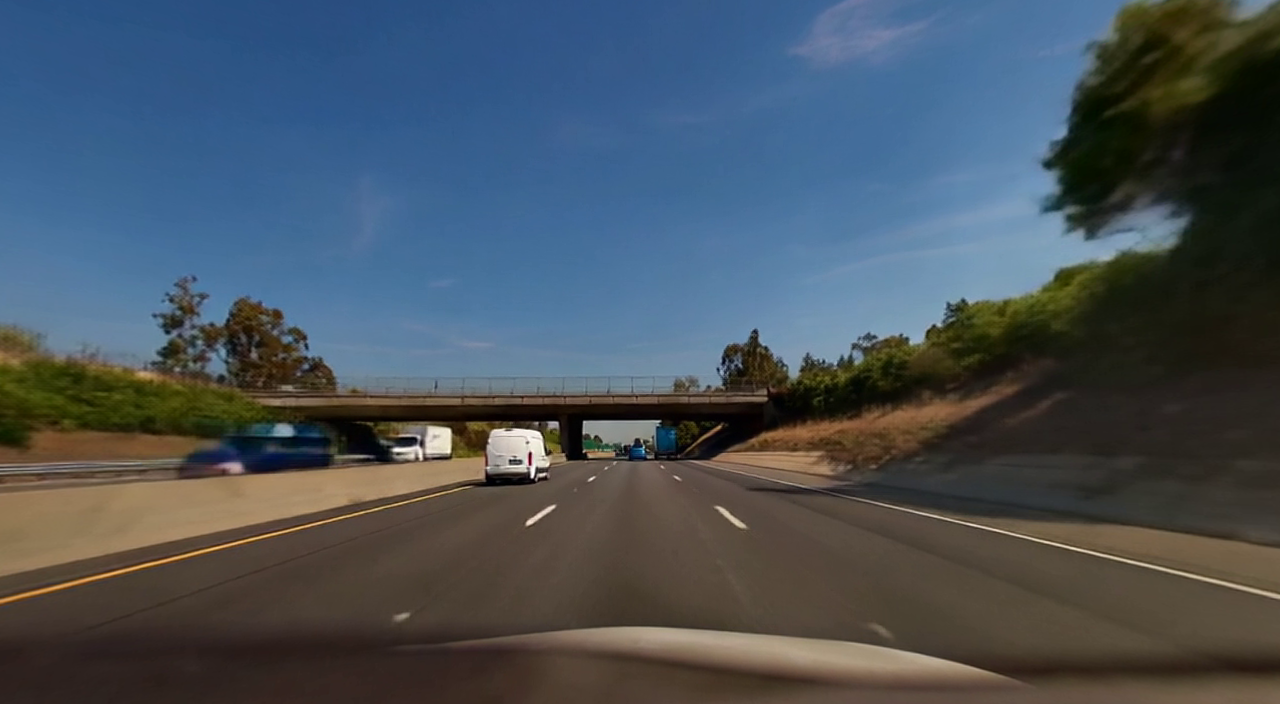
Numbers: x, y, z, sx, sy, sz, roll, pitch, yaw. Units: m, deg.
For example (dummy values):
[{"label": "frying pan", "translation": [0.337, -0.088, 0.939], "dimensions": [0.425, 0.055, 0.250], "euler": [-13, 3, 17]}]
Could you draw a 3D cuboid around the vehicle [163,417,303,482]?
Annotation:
[{"label": "vehicle", "translation": [-16.384, 4.002, 25.822], "dimensions": [2.254, 2.358, 5.161], "euler": [0, -9, 0]}]

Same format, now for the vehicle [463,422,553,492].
[{"label": "vehicle", "translation": [-4.150, 3.410, 20.672], "dimensions": [1.955, 2.004, 4.792], "euler": [0, -9, 0]}]

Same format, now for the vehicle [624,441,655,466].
[{"label": "vehicle", "translation": [-0.052, 7.453, 46.218], "dimensions": [2.166, 1.747, 4.299], "euler": [0, -9, 0]}]
